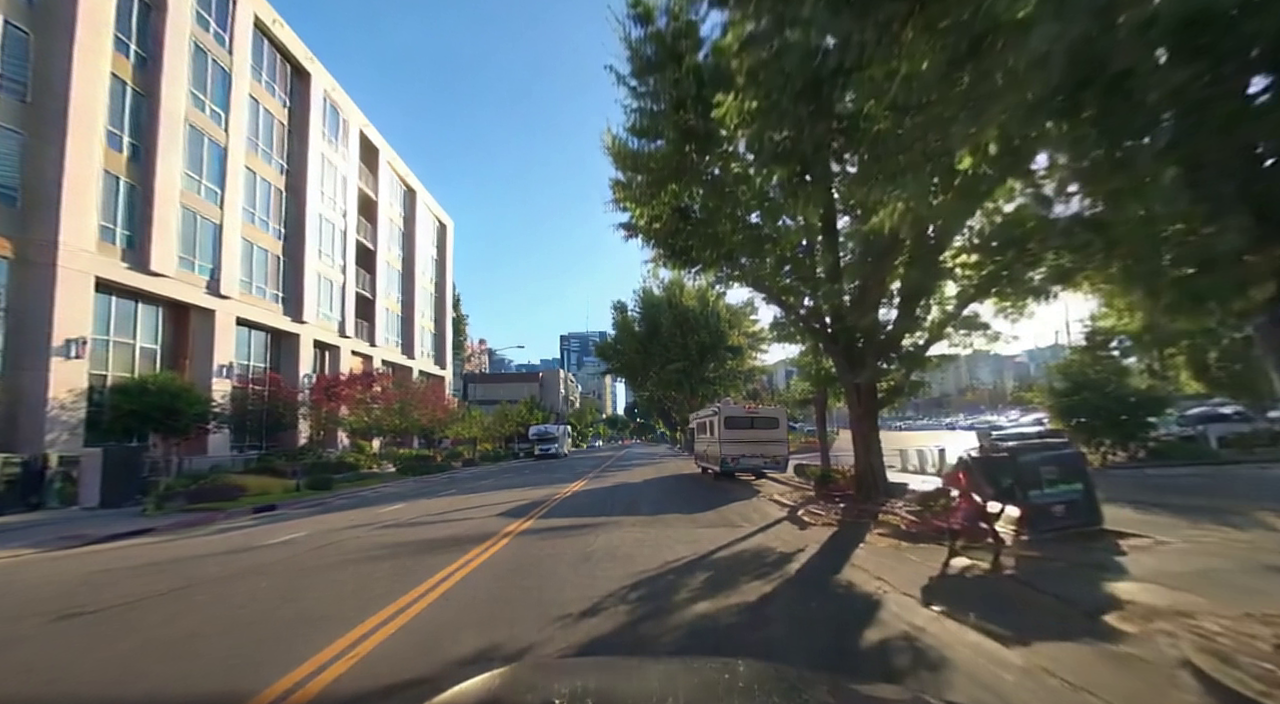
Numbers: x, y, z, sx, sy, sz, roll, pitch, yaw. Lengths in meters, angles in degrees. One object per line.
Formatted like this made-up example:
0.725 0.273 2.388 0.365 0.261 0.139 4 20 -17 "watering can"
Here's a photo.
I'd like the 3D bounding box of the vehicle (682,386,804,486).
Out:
3.611 3.222 24.567 3.074 3.099 8.805 1 -7 -1 "vehicle"
